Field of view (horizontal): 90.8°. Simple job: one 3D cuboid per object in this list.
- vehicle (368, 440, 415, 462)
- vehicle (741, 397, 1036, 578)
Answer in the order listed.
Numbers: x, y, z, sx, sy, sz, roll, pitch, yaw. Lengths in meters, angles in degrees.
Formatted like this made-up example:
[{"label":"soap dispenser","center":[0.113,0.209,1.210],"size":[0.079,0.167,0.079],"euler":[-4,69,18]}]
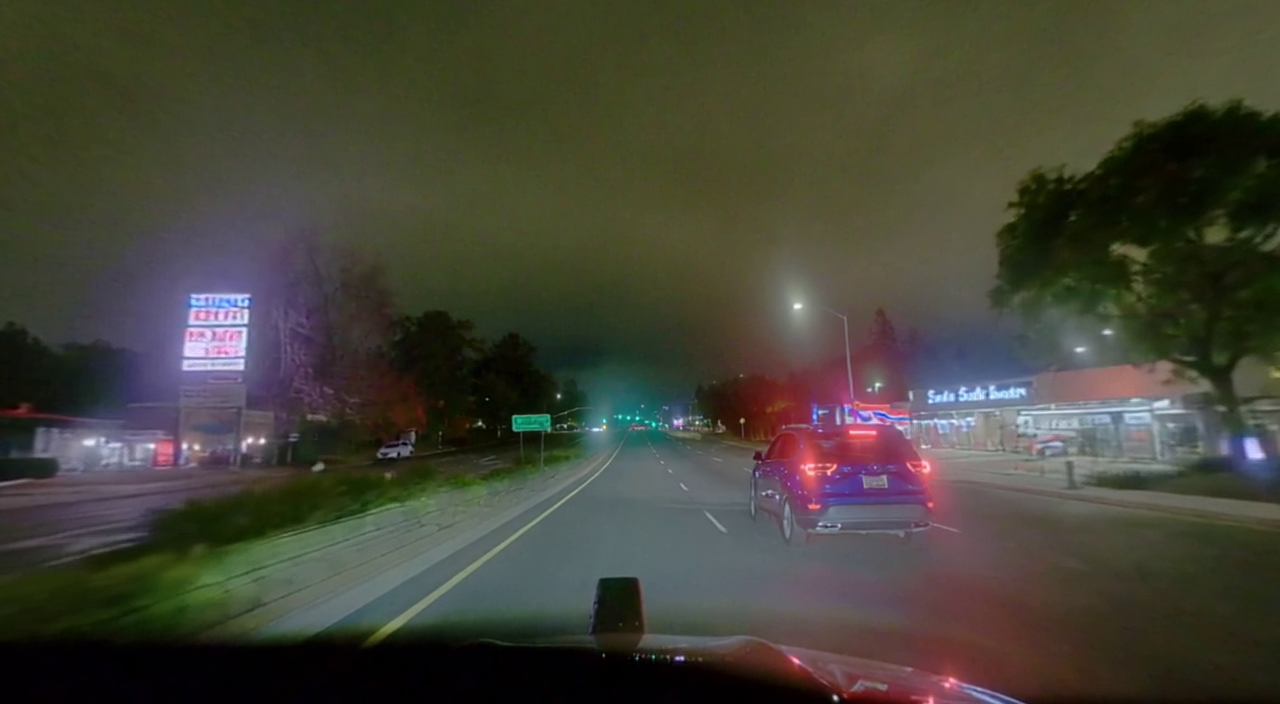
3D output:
[{"label":"vehicle","center":[-19.480,7.815,49.715],"size":[1.988,1.634,4.301],"euler":[0,-9,-1]},{"label":"vehicle","center":[2.858,1.700,8.689],"size":[2.130,1.790,4.615],"euler":[0,-9,0]}]
